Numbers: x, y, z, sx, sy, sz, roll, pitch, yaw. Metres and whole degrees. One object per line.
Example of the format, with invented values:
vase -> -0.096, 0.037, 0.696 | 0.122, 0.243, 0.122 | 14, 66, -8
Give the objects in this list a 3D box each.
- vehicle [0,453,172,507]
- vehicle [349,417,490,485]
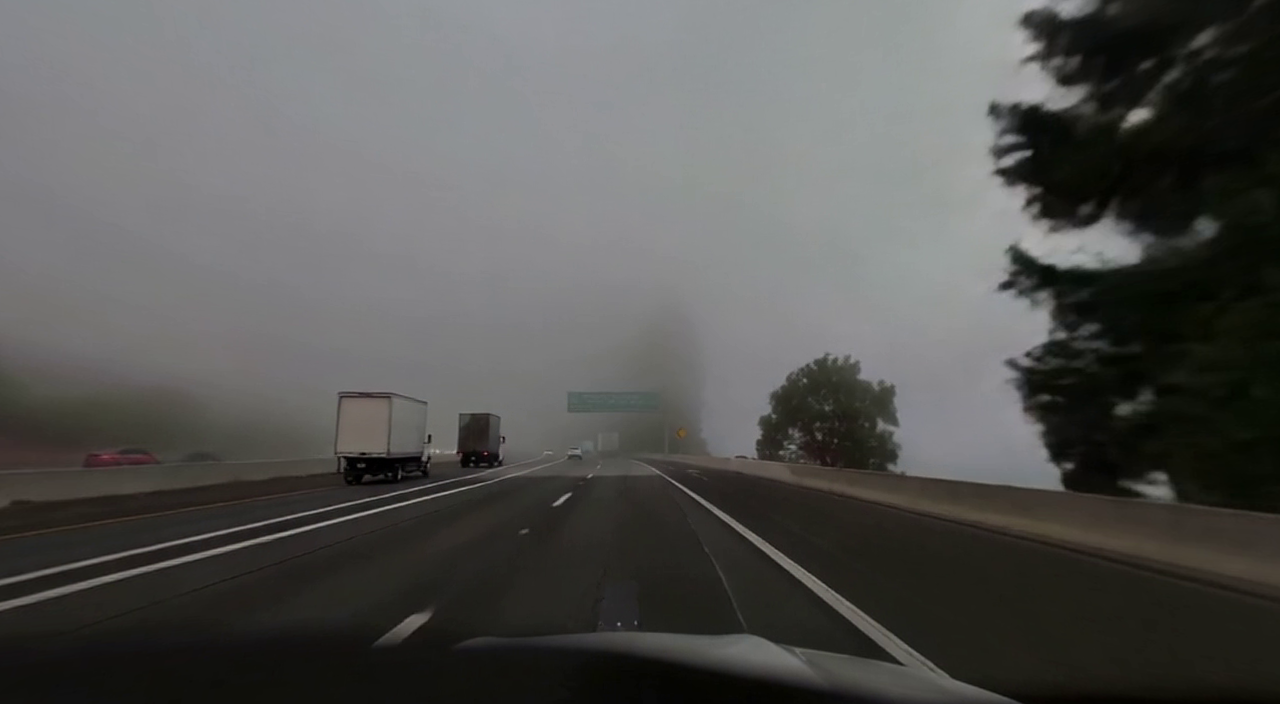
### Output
vehicle -> -17.536, 3.995, 20.221 | 1.842, 1.452, 4.612 | 0, -8, -3
vehicle -> -10.557, 5.042, 32.662 | 3.270, 2.674, 14.547 | 0, -9, -5
